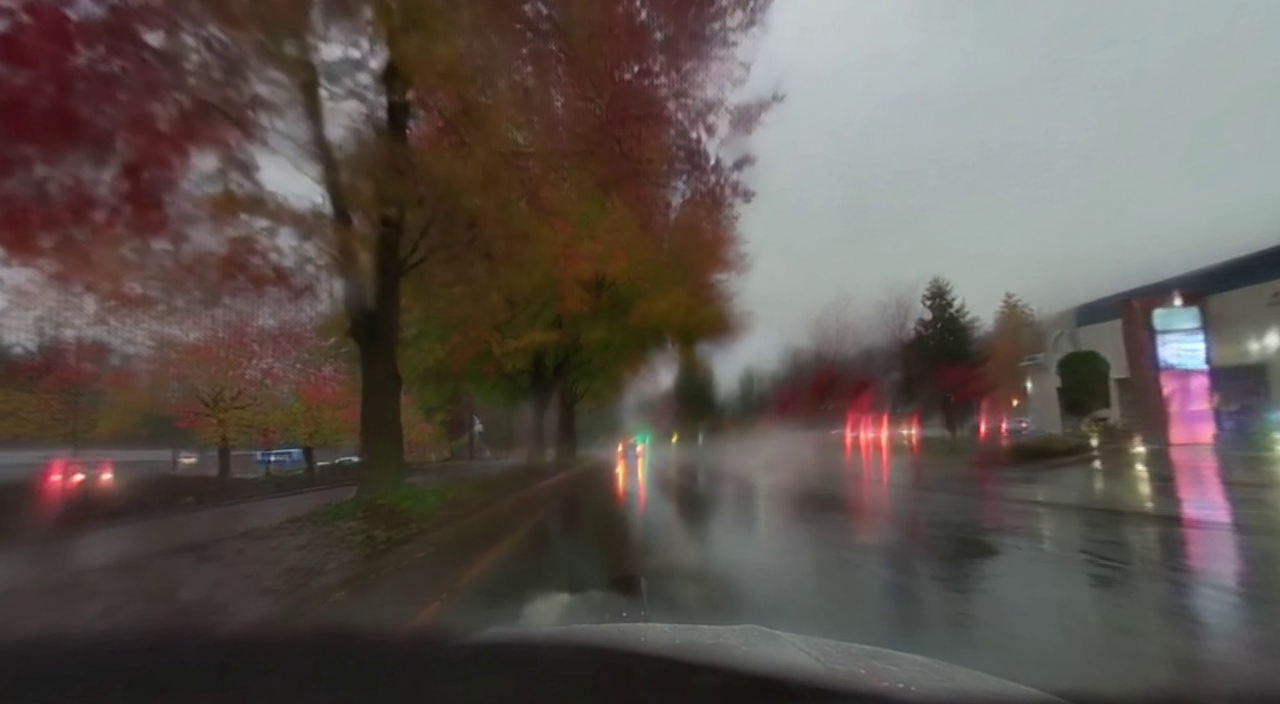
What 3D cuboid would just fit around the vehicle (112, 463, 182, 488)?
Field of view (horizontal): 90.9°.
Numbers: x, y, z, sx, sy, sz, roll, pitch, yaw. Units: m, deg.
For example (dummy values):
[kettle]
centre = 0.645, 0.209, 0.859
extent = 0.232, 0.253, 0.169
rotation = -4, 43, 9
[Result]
[vehicle]
centre = -35.290, 8.851, 45.276
extent = 1.784, 1.536, 3.893
rotation = 0, -8, 2
